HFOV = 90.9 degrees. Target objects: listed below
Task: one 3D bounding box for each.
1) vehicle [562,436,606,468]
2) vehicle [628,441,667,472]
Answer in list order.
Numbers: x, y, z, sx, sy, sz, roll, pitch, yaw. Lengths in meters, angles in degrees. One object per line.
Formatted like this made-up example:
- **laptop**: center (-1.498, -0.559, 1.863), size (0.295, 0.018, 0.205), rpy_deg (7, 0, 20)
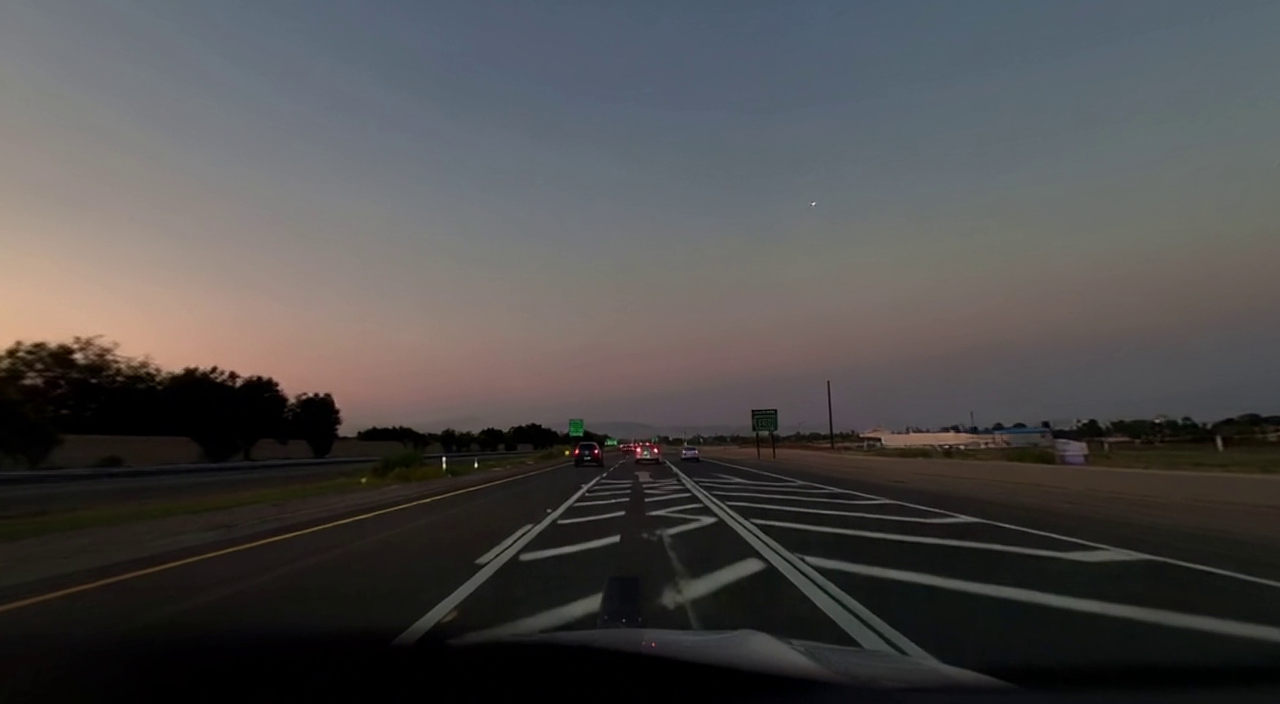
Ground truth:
- **vehicle**: center (-3.691, 6.707, 42.553), size (2.403, 1.946, 5.623), rpy_deg (-1, -8, 1)
- **vehicle**: center (0.387, 5.662, 34.444), size (2.000, 1.558, 3.945), rpy_deg (0, -8, 0)
